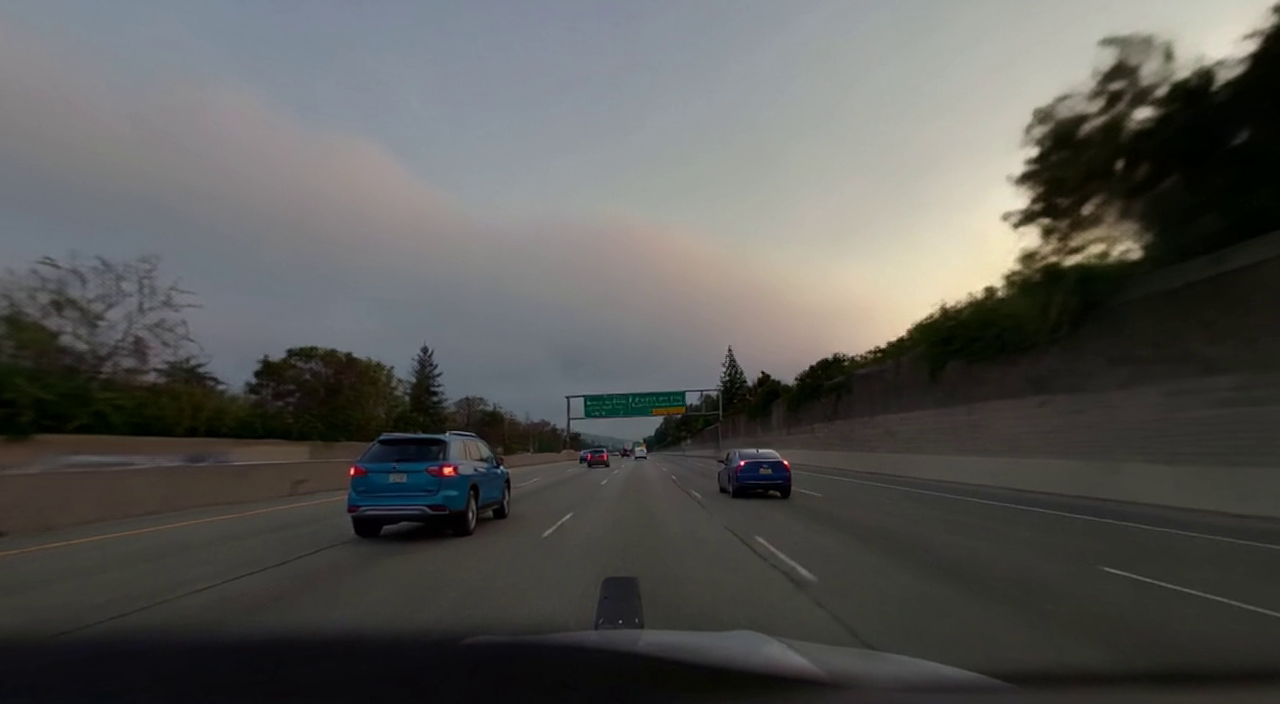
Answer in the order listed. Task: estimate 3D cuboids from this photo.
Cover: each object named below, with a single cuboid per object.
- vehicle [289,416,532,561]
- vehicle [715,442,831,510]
[{"bbox_3d":[-3.210,2.020,10.033,2.137,1.756,4.453,0,-9,0],"label":"vehicle"},{"bbox_3d":[3.203,3.070,16.054,1.979,1.486,4.125,0,-9,-1],"label":"vehicle"}]
